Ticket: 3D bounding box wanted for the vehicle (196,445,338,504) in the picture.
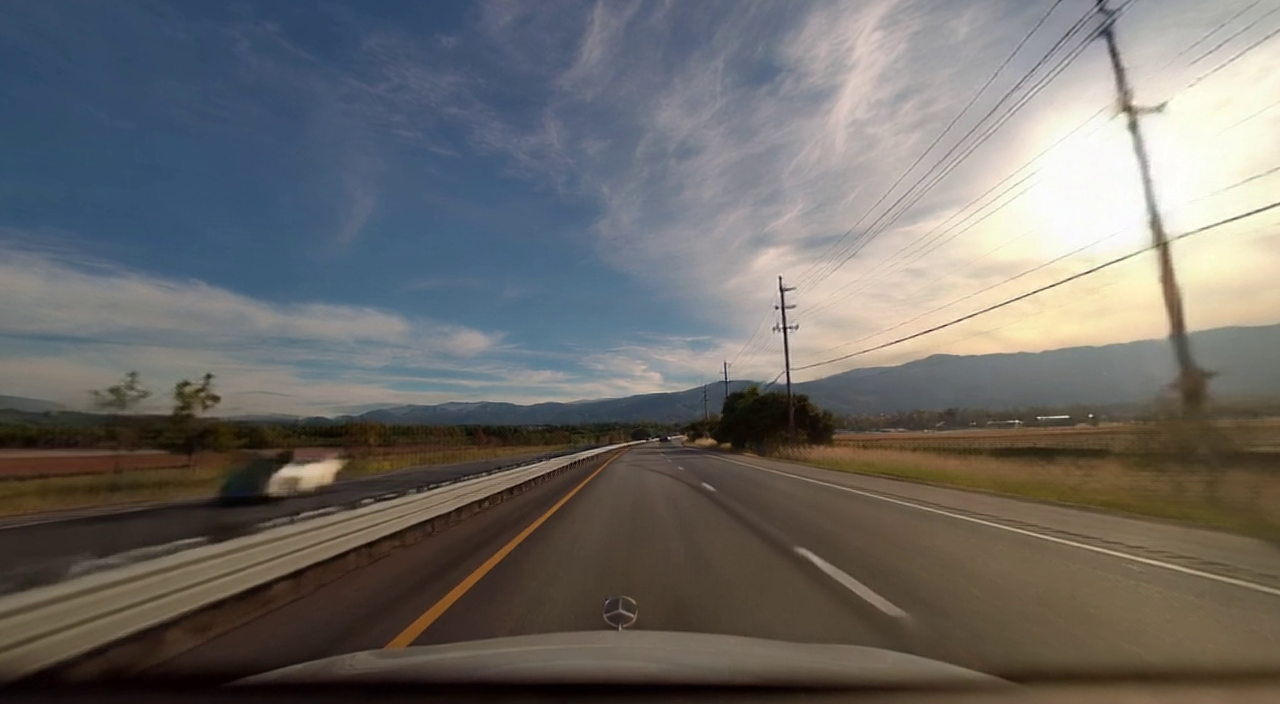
[{"bbox_3d":[-10.637,3.468,18.252,1.844,1.505,3.708,0,-8,0],"label":"vehicle"}]
